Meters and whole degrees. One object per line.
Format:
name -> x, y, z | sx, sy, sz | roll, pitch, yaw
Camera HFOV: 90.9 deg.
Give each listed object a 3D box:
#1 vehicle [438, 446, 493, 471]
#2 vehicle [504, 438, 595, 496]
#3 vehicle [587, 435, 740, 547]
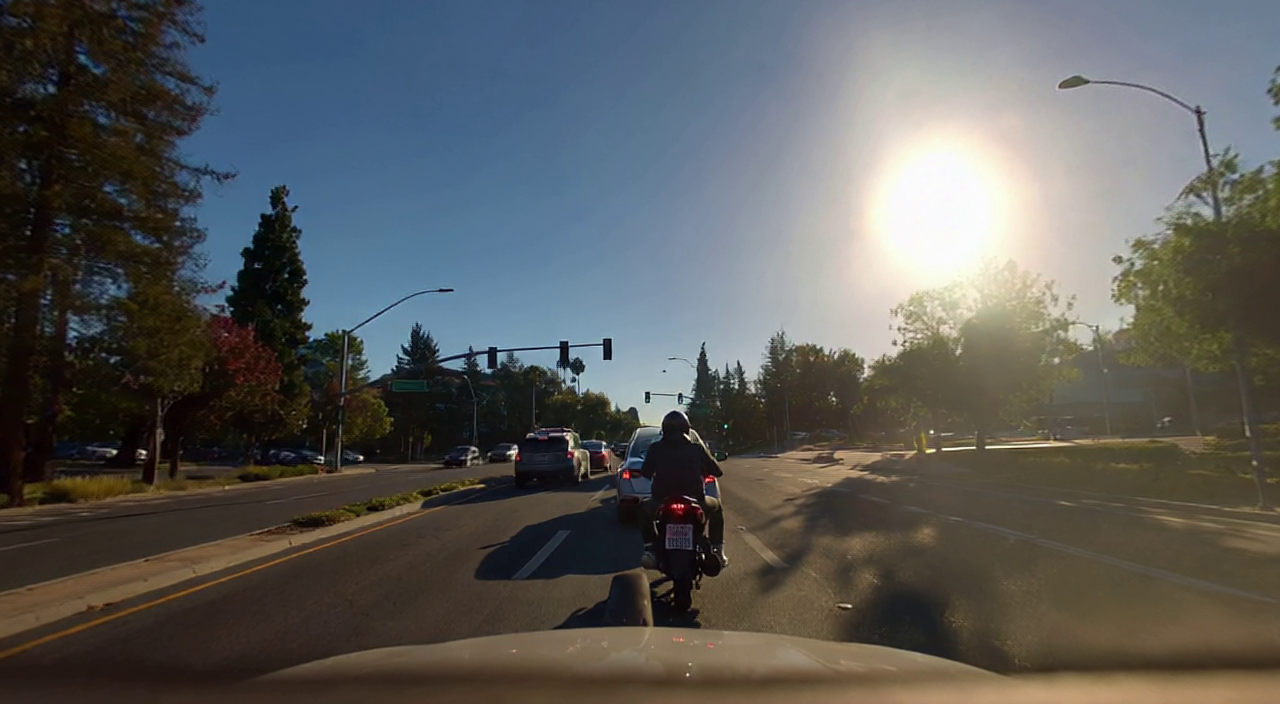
vehicle -> -11.047, 6.762, 40.268 | 1.936, 1.425, 4.630 | -1, -8, 4
vehicle -> -2.533, 3.313, 18.609 | 1.979, 1.499, 3.840 | -1, -8, 2
vehicle -> 0.331, 2.171, 10.664 | 2.009, 1.450, 4.608 | -1, -8, 1
